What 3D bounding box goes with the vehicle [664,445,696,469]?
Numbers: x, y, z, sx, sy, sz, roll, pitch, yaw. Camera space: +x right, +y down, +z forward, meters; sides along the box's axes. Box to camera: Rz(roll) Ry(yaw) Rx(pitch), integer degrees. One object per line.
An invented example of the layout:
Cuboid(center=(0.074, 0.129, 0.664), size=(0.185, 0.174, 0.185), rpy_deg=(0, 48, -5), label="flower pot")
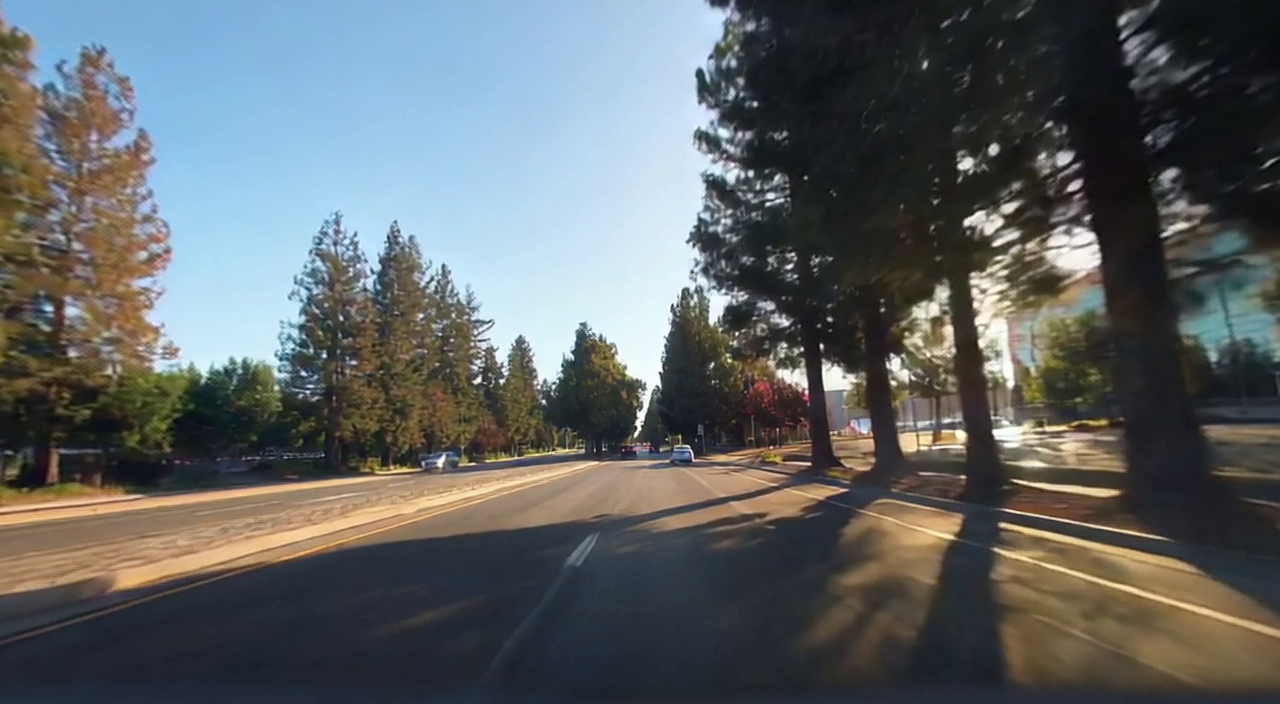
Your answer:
Cuboid(center=(2.628, 7.020, 42.484), size=(1.925, 1.488, 4.271), rpy_deg=(0, -8, 0), label="vehicle")
